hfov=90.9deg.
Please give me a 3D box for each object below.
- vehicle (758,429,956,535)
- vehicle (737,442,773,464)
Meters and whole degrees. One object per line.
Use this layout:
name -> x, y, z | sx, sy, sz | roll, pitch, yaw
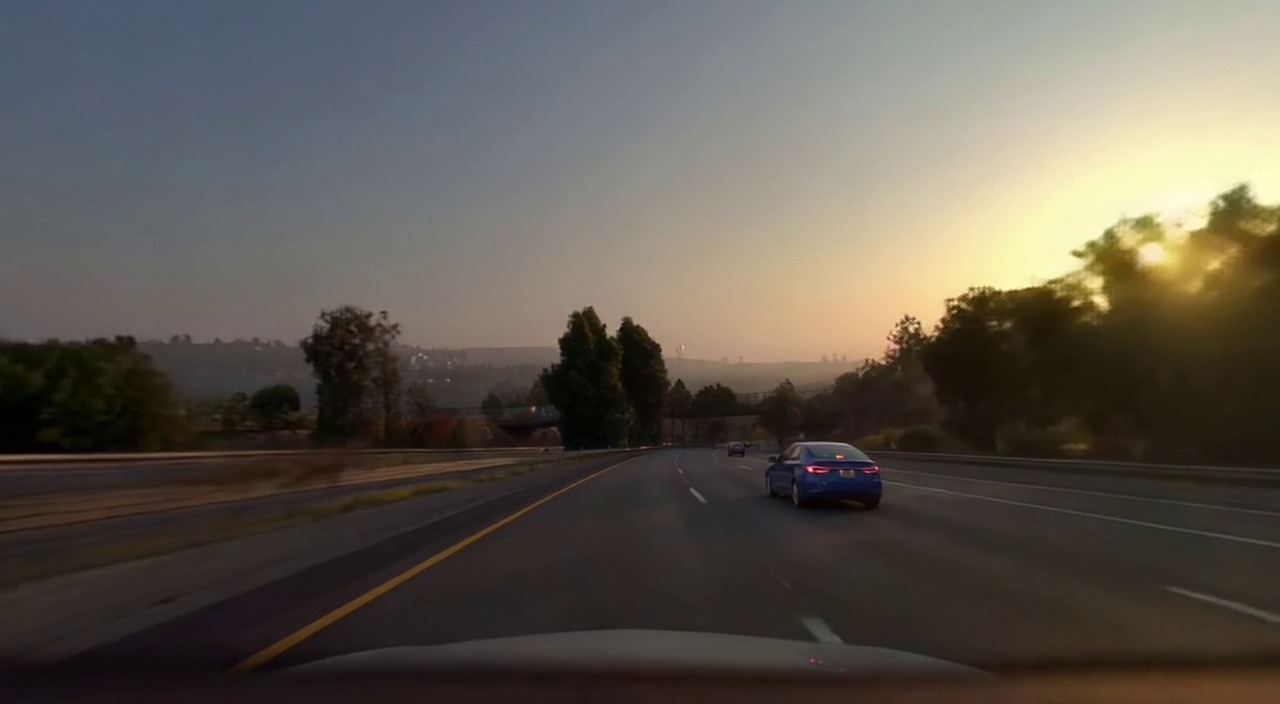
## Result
vehicle -> 3.645, 2.268, 11.616 | 2.050, 1.546, 4.344 | 0, -8, -1
vehicle -> 8.216, 7.258, 45.388 | 1.924, 1.479, 4.054 | -1, -8, 2
